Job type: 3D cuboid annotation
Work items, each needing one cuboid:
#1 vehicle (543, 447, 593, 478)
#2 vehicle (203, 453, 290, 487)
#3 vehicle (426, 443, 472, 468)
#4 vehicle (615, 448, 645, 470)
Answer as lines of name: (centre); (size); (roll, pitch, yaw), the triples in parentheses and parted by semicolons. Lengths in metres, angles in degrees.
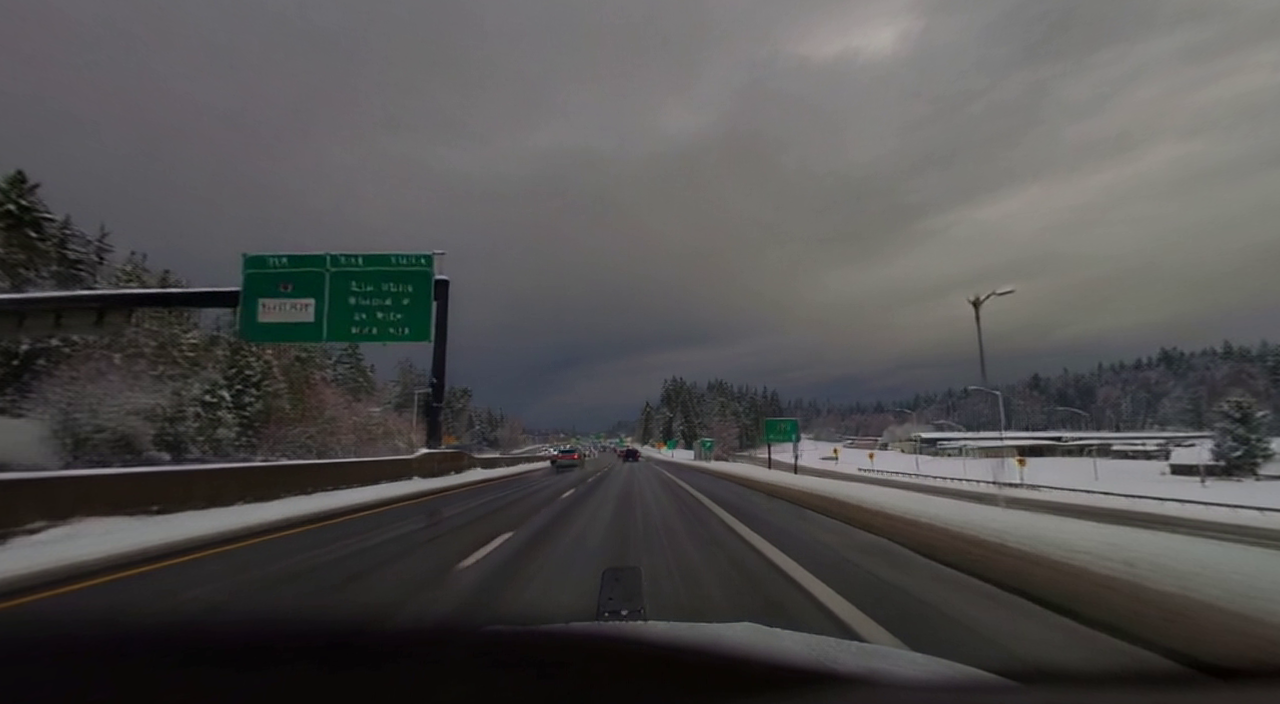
vehicle: (-3.712, 5.777, 33.334); (2.067, 1.509, 4.551); (-1, -8, 1)
vehicle: (-17.459, 5.207, 28.154); (1.592, 1.387, 3.448); (0, -9, 0)
vehicle: (-14.172, 7.668, 47.012); (1.813, 1.728, 5.143); (-1, -8, 0)
vehicle: (-0.716, 7.695, 45.600); (2.100, 1.471, 3.956); (0, -8, -1)
